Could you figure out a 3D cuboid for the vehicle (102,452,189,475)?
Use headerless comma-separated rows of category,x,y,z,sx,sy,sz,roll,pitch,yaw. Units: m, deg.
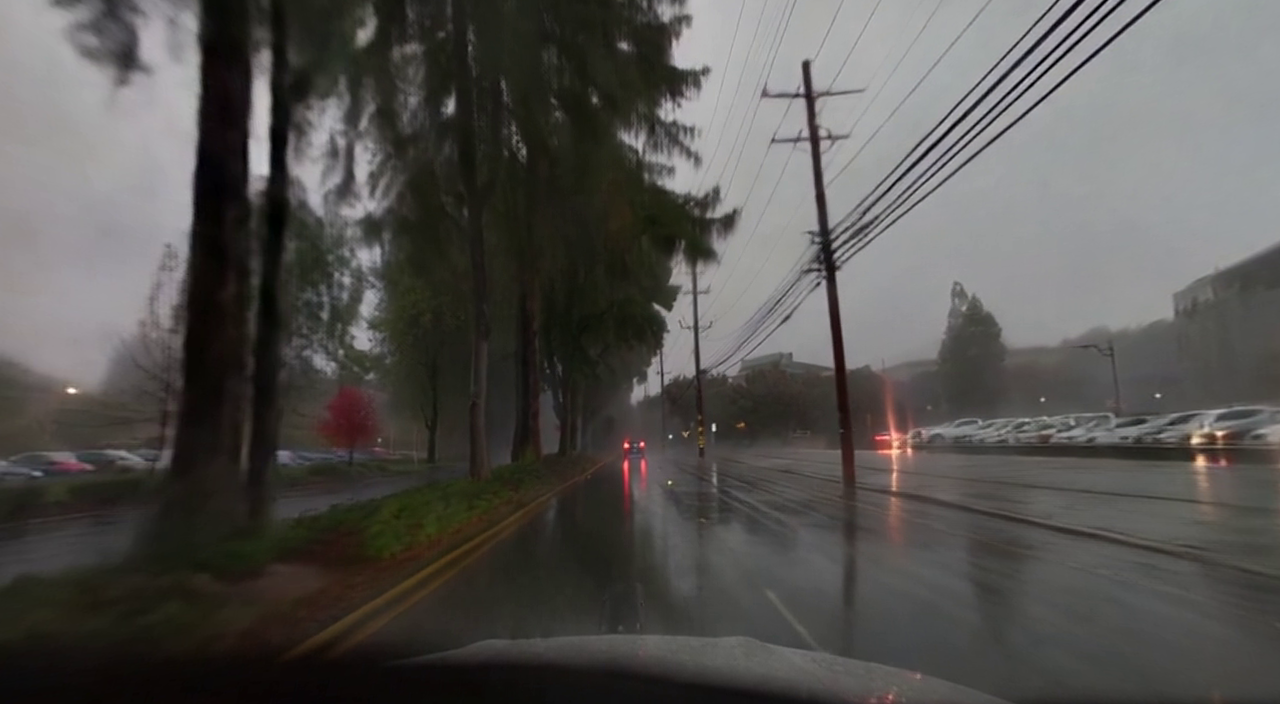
vehicle,-34.324,7.743,43.942,4.367,1.464,1.992,-1,-9,2

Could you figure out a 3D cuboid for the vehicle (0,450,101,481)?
vehicle,-34.102,6.453,35.967,4.662,1.660,2.312,0,-9,-2
